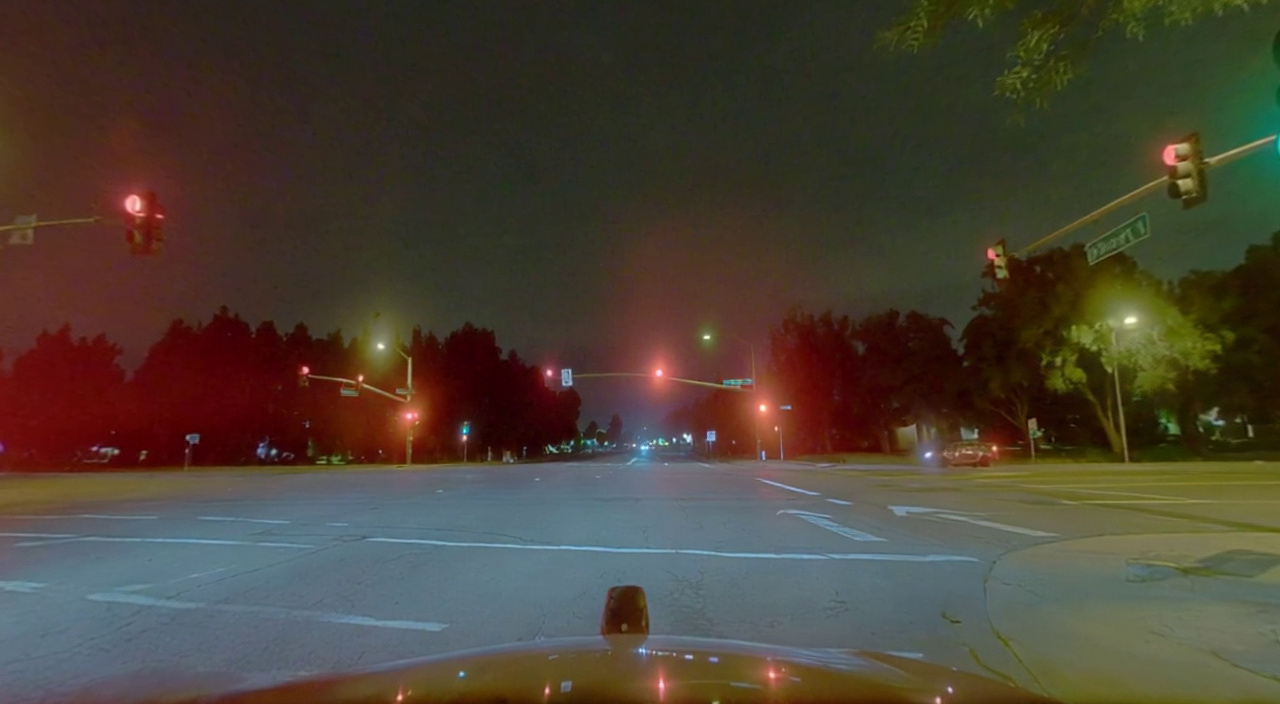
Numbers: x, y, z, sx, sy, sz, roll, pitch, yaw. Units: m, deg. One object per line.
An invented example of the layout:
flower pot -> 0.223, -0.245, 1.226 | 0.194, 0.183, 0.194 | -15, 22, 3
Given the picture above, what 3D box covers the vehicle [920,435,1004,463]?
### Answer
vehicle -> 17.766, 5.389, 34.949 | 3.952, 1.468, 1.768 | -4, -9, 22
